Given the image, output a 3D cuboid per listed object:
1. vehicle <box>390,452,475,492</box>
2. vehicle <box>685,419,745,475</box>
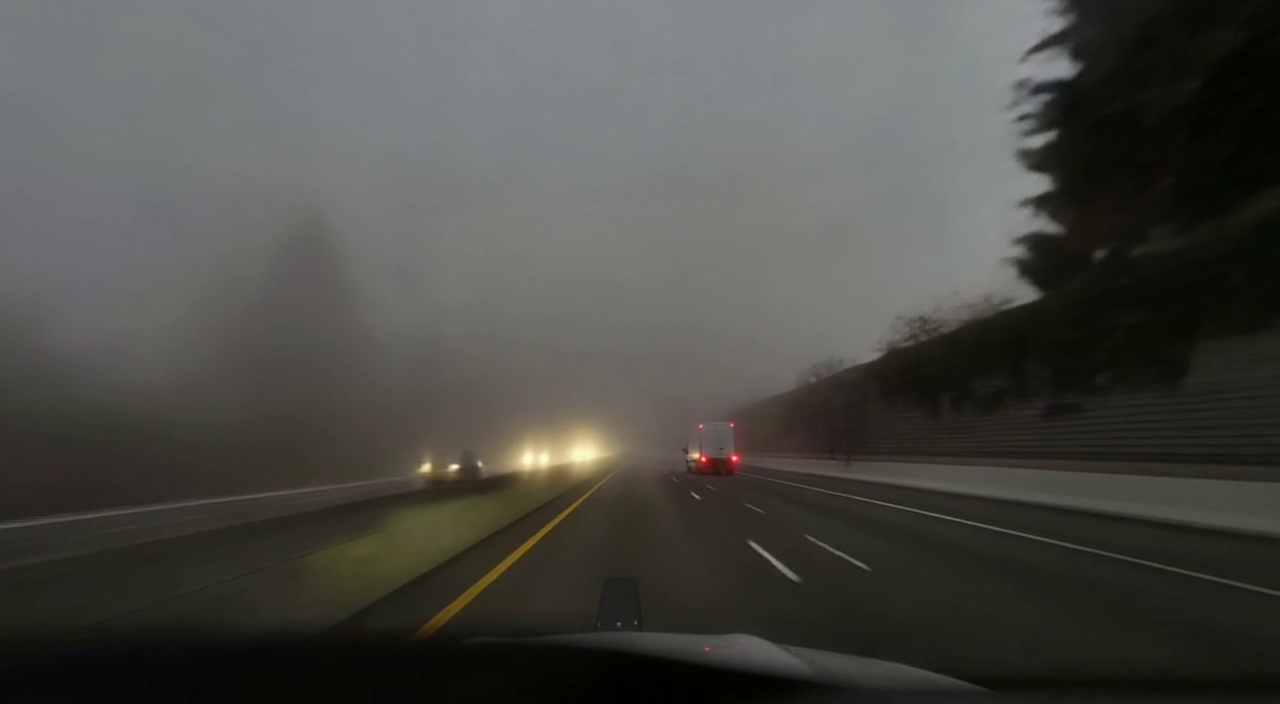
[{"bbox_3d":[-8.586,4.988,26.487,1.976,1.467,4.602,0,-9,0],"label":"vehicle"},{"bbox_3d":[4.043,5.356,35.372,2.449,2.805,6.763,0,-9,-1],"label":"vehicle"}]
